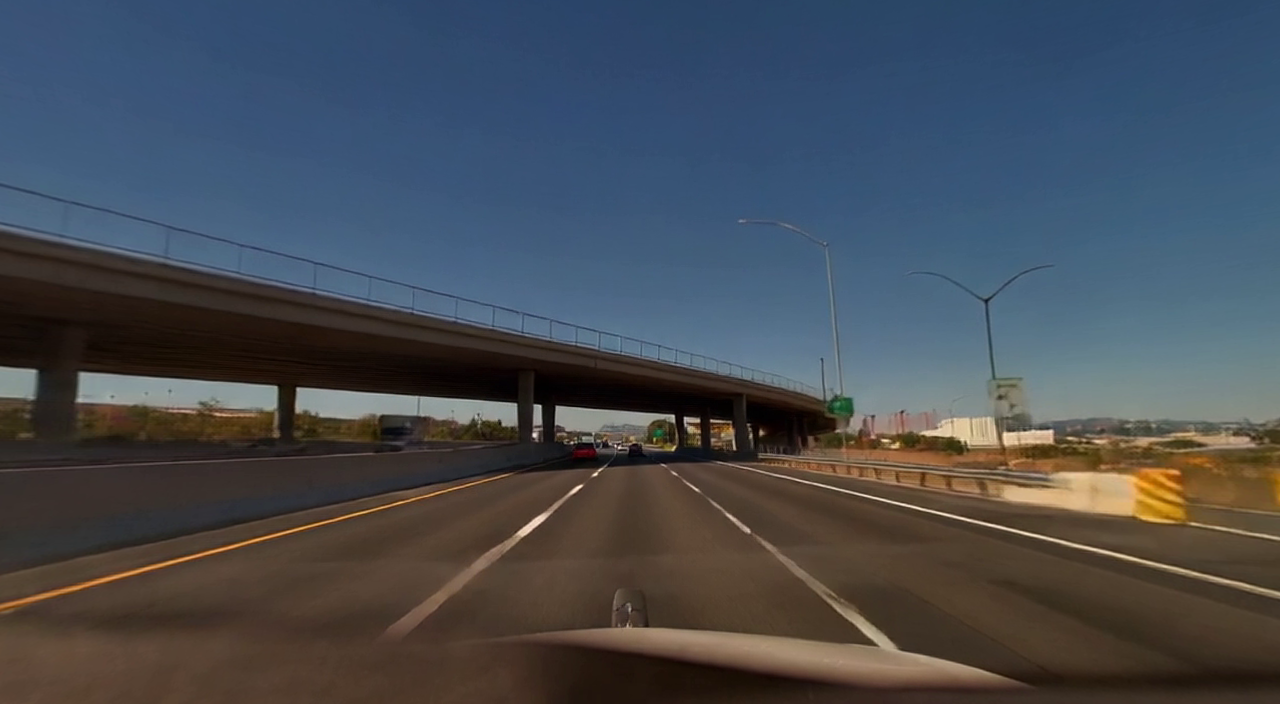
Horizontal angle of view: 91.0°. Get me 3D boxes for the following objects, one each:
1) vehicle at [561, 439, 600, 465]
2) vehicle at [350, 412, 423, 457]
[{"bbox_3d":[-3.897,6.671,42.263,2.160,1.608,5.012,0,-8,0],"label":"vehicle"},{"bbox_3d":[-16.811,5.582,42.180,2.381,2.780,6.049,0,-8,0],"label":"vehicle"}]
